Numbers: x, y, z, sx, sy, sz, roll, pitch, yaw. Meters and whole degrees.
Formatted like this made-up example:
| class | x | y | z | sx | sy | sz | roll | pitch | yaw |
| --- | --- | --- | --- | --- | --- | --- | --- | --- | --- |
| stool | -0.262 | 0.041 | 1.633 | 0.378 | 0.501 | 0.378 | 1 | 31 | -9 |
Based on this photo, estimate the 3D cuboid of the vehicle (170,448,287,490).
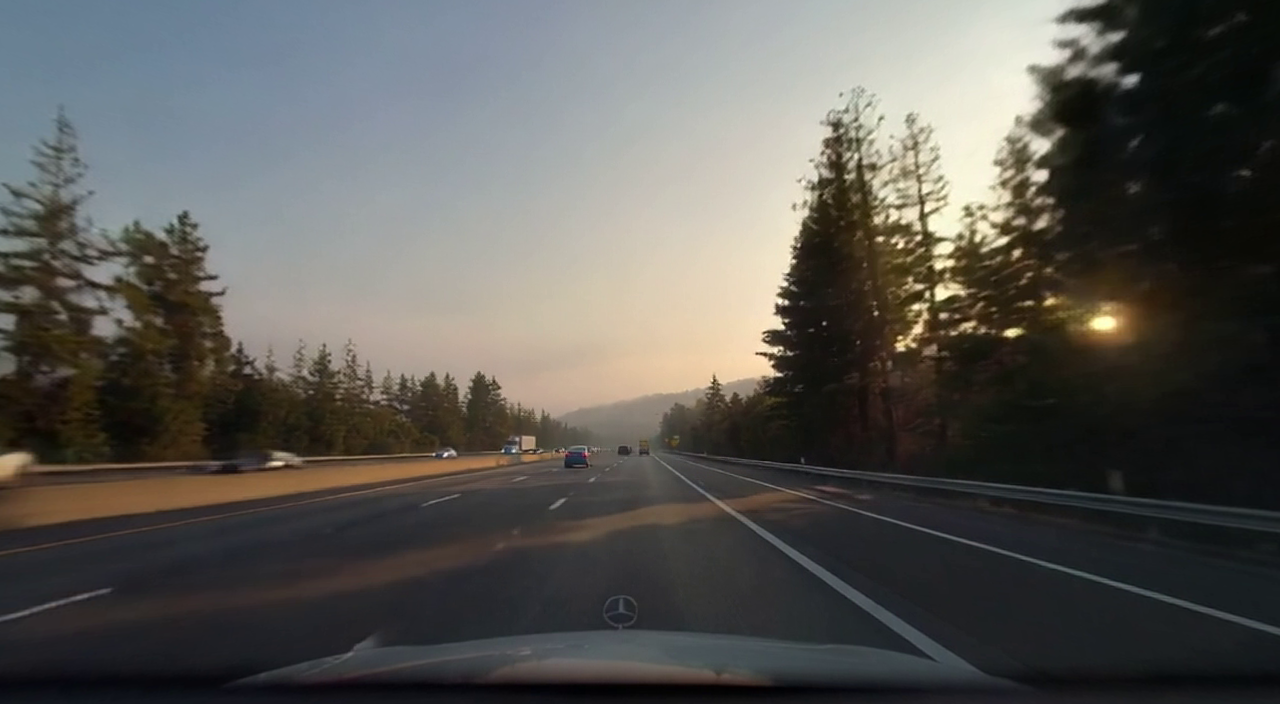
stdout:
| class | x | y | z | sx | sy | sz | roll | pitch | yaw |
| --- | --- | --- | --- | --- | --- | --- | --- | --- | --- |
| vehicle | -15.844 | 4.497 | 24.402 | 1.813 | 1.464 | 3.895 | 0 | -9 | 1 |

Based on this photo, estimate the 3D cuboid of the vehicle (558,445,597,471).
| class | x | y | z | sx | sy | sz | roll | pitch | yaw |
| --- | --- | --- | --- | --- | --- | --- | --- | --- | --- |
| vehicle | -3.784 | 6.456 | 38.462 | 1.933 | 1.497 | 3.973 | 0 | -9 | 0 |
